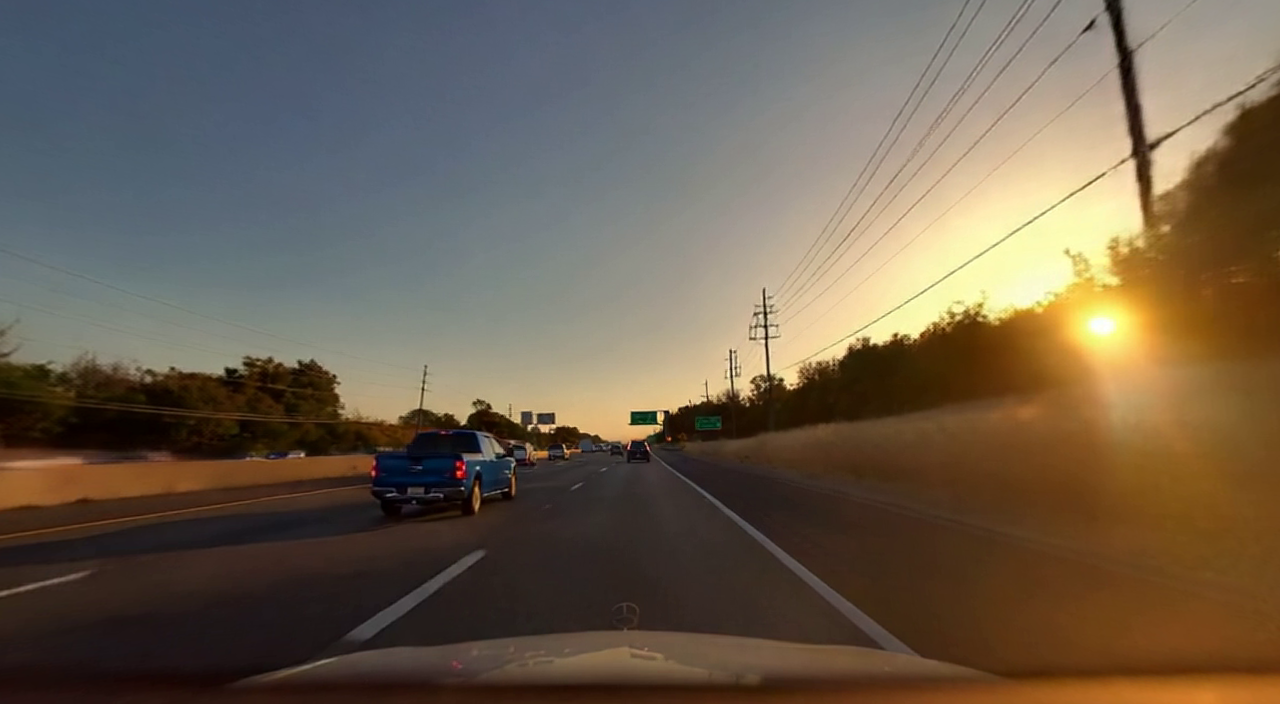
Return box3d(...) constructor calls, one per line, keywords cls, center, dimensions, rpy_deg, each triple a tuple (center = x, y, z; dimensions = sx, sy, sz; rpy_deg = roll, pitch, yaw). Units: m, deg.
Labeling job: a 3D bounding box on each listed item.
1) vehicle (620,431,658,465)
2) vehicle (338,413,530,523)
box3d(cls="vehicle", center=(-0.120, 6.325, 41.673), dimensions=(2.358, 2.144, 4.713), rpy_deg=(0, -8, -1))
box3d(cls="vehicle", center=(-3.870, 2.307, 13.110), dimensions=(2.204, 1.812, 5.289), rpy_deg=(0, -8, 0))
